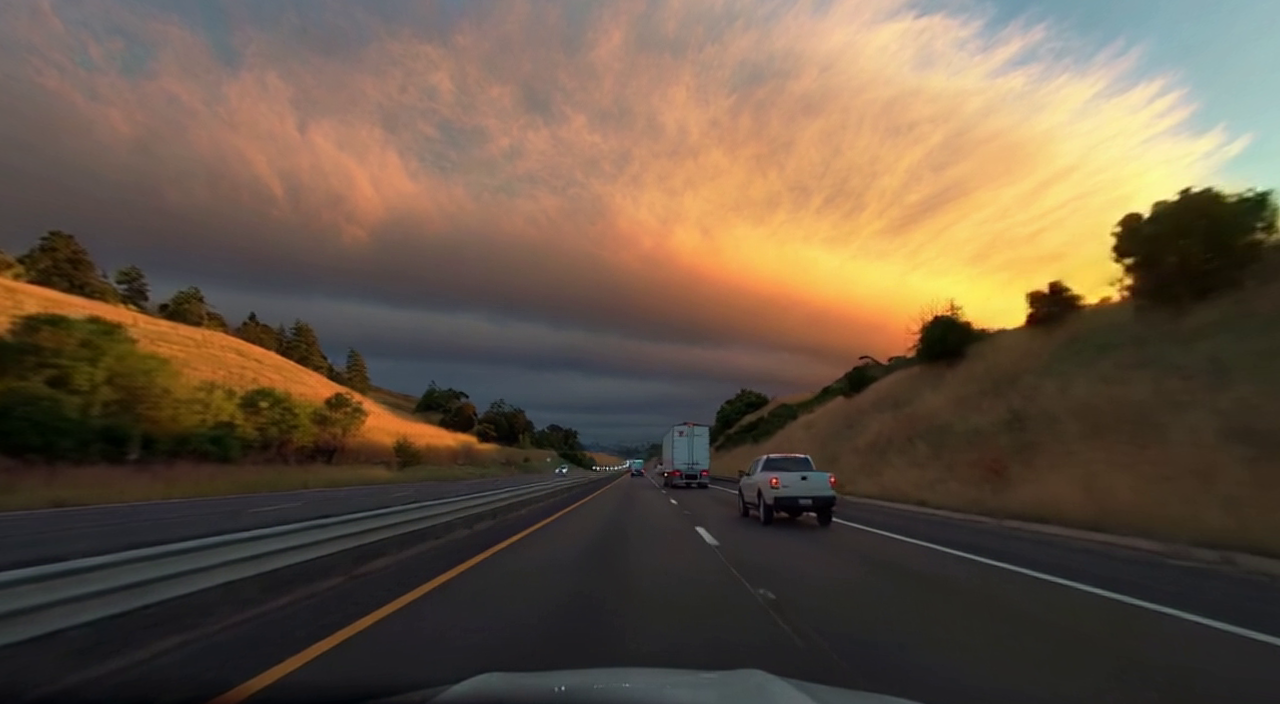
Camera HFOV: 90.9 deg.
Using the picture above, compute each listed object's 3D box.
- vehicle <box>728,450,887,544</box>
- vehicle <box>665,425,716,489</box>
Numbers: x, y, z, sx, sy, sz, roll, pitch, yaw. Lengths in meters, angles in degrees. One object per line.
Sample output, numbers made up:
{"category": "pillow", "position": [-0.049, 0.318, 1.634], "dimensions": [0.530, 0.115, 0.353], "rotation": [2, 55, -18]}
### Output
{"category": "vehicle", "position": [3.372, 3.061, 13.791], "dimensions": [2.124, 1.662, 4.641], "rotation": [1, -10, -1]}
{"category": "vehicle", "position": [3.581, 8.127, 48.547], "dimensions": [2.863, 4.088, 14.040], "rotation": [1, -10, 0]}
